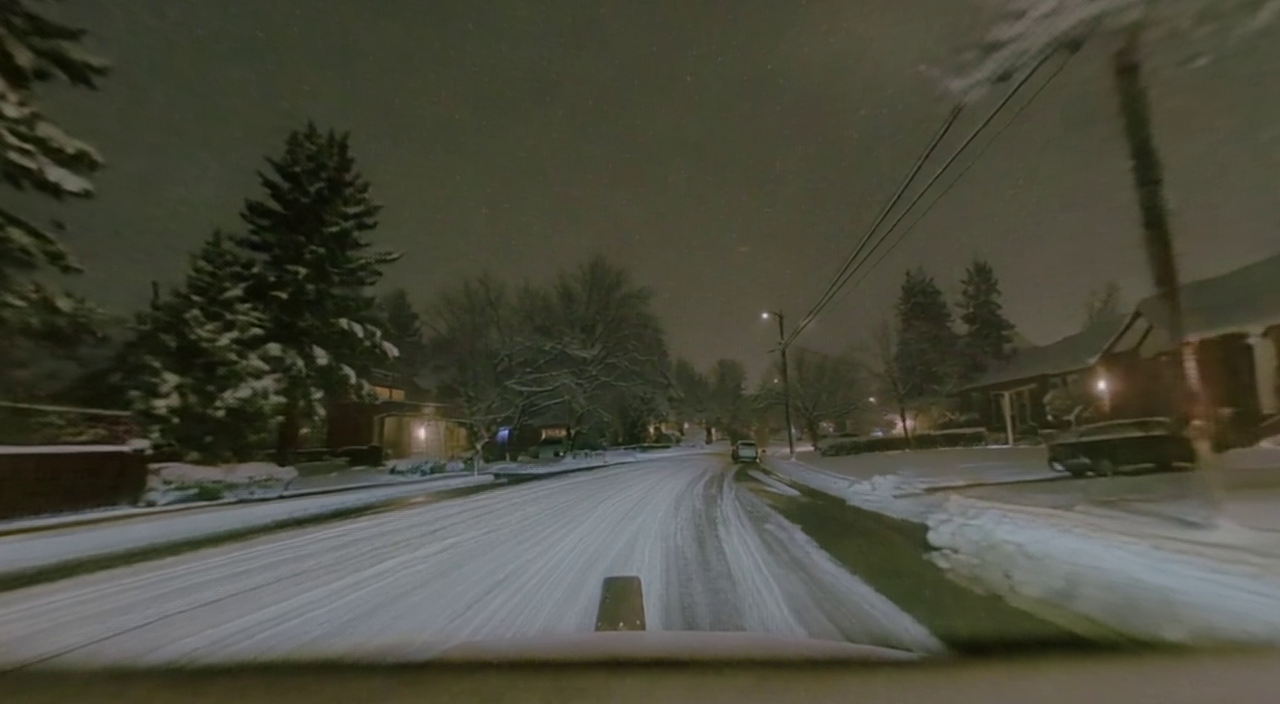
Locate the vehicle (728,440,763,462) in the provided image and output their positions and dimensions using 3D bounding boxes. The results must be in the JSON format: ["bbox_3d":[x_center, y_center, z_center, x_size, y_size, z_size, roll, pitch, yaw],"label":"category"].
[{"bbox_3d":[7.787,7.392,47.200,2.088,1.522,4.449,-1,-8,3],"label":"vehicle"}]
